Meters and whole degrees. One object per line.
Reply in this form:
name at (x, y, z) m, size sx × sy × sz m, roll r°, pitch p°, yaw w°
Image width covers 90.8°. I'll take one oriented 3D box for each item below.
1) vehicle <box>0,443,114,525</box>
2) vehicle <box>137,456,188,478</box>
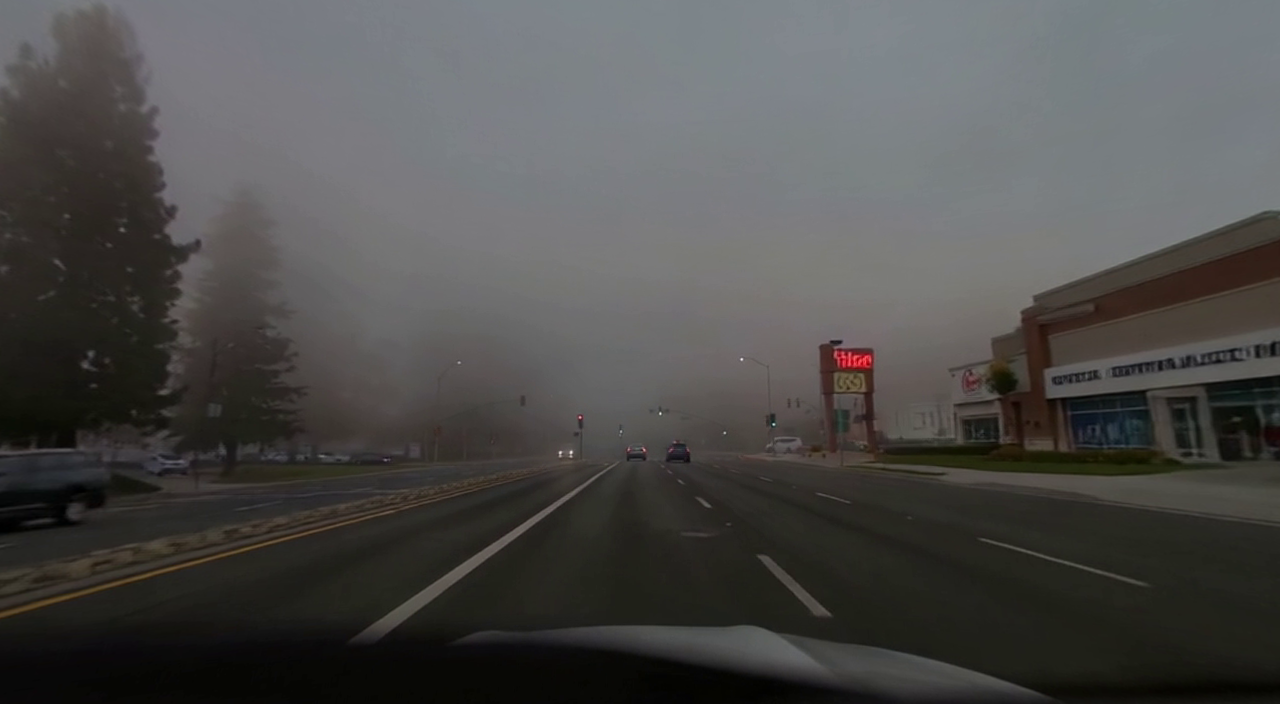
vehicle at (-14.752, 2.927, 14.177) m, size 1.967 × 1.756 × 4.471 m, roll 0°, pitch -9°, yaw 0°
vehicle at (-34.318, 8.248, 45.355) m, size 4.381 × 1.430 × 1.899 m, roll -7°, pitch -11°, yaw 40°
